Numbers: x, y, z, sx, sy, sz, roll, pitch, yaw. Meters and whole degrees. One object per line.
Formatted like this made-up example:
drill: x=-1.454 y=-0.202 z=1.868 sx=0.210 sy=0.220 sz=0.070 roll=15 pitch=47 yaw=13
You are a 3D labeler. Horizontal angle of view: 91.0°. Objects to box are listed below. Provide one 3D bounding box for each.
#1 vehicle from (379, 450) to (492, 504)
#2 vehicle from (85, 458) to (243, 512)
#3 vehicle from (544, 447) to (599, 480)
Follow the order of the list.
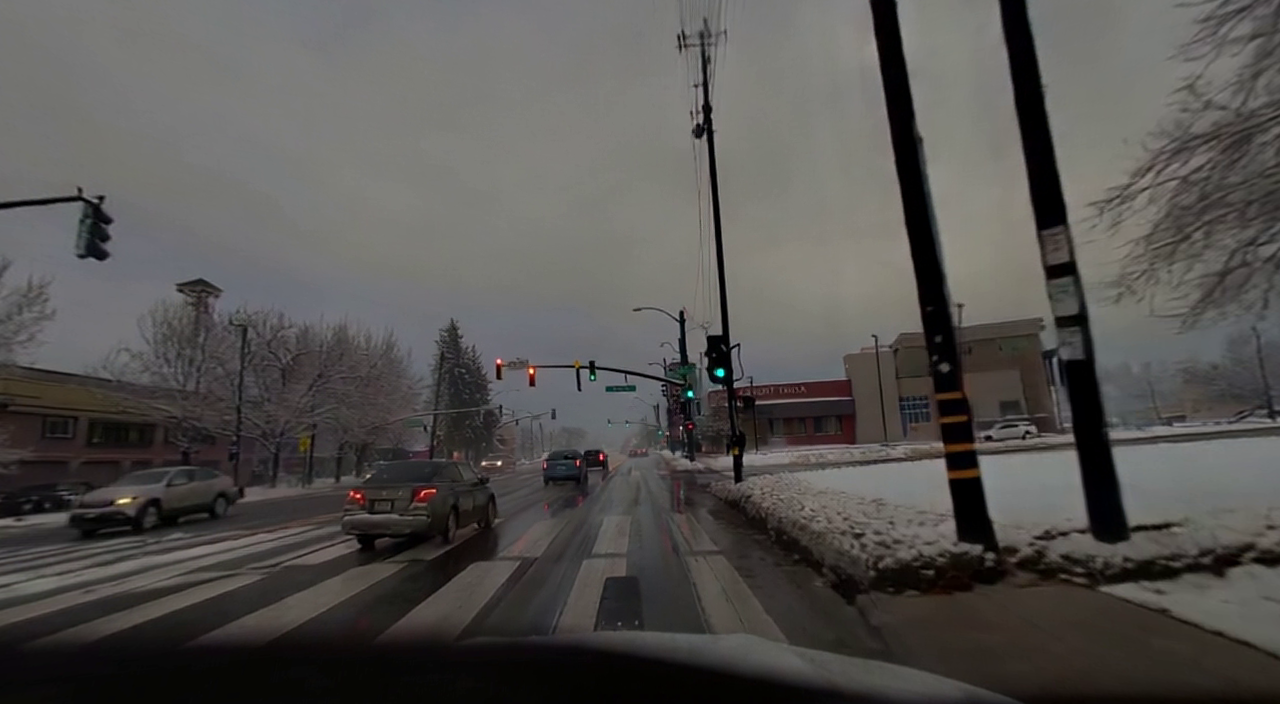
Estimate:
vehicle: x=-6.308 y=3.877 z=20.027 sx=1.960 sy=1.479 sz=4.654 roll=0 pitch=-9 yaw=1
vehicle: x=-15.645 y=4.465 z=21.052 sx=1.964 sy=1.485 sz=4.252 roll=-4 pitch=-12 yaw=0
vehicle: x=-3.217 y=5.345 z=30.532 sx=2.147 sy=1.472 sz=4.406 roll=0 pitch=-9 yaw=1
